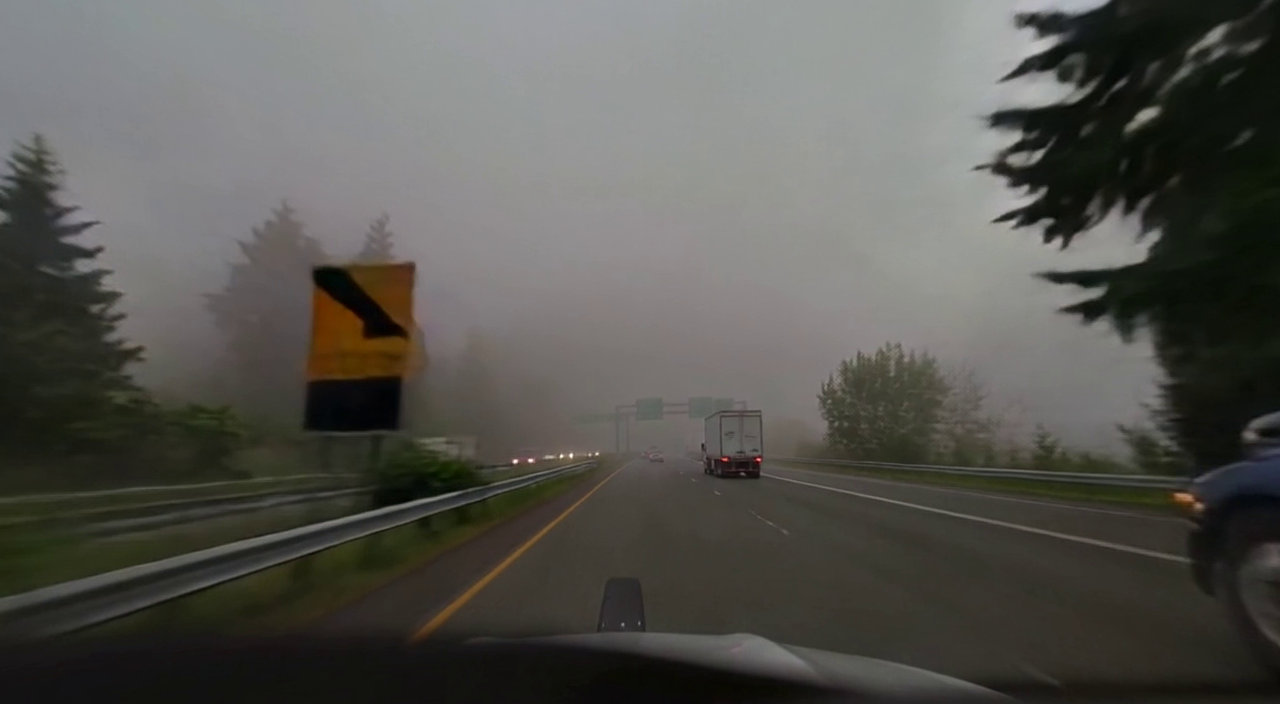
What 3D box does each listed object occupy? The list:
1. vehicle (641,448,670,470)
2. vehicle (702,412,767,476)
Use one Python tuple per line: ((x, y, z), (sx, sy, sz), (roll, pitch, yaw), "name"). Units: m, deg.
((1.114, 7.915, 46.804), (2.049, 1.500, 3.790), (0, -9, 1), "vehicle")
((5.319, 5.393, 36.880), (2.743, 3.367, 7.306), (0, -9, 1), "vehicle")
